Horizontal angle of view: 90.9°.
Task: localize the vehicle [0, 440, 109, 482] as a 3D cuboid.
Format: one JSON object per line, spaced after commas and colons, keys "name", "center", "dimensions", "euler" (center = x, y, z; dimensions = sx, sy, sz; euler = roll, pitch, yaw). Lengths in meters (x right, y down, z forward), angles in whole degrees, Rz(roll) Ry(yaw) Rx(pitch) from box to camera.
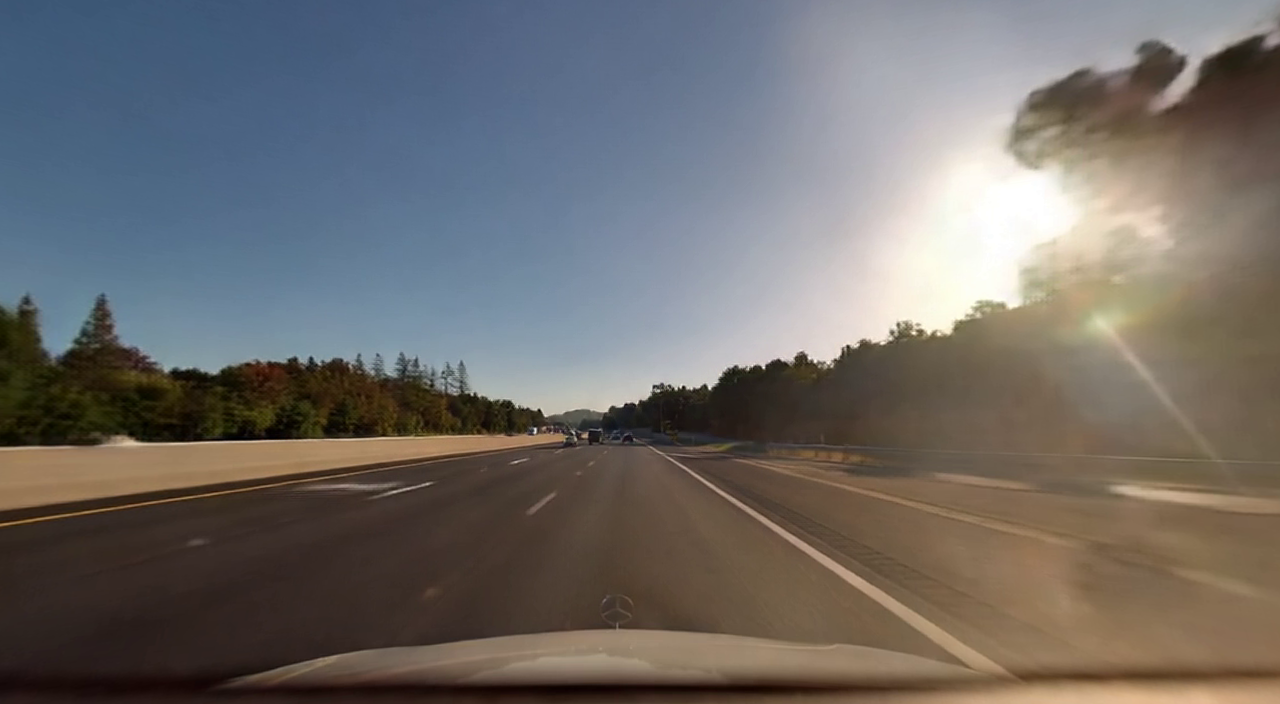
{"name": "vehicle", "center": [-22.584, 4.030, 23.707], "dimensions": [1.782, 1.427, 3.949], "euler": [0, -8, 0]}
